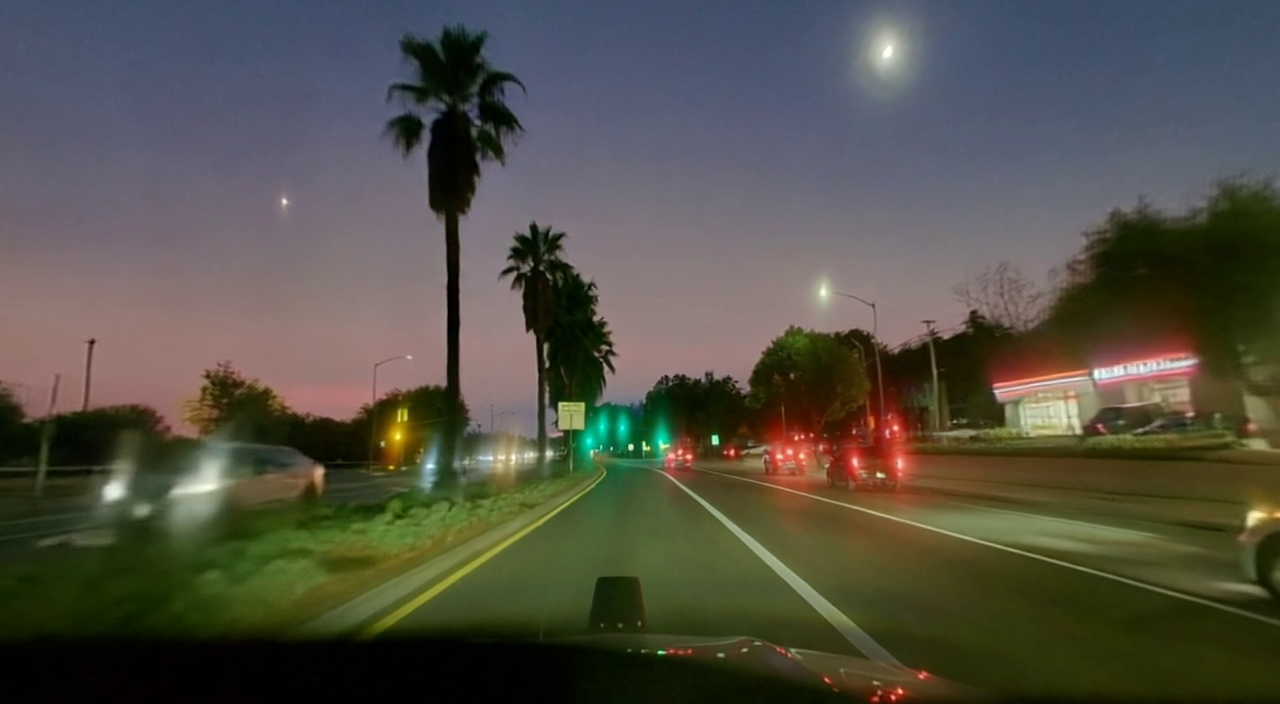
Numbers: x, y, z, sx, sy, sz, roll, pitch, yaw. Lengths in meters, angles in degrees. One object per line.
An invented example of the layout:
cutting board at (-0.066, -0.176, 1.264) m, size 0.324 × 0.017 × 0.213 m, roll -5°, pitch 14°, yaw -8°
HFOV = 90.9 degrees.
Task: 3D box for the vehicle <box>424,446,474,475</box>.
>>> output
vehicle at (-13.532, 7.697, 44.998) m, size 2.210 × 1.889 × 4.934 m, roll 0°, pitch -8°, yaw -2°

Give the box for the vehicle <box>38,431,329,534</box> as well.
vehicle at (-9.128, 2.626, 13.453) m, size 2.361 × 1.733 × 5.099 m, roll 0°, pitch -8°, yaw 0°

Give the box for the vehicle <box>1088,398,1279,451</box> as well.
vehicle at (18.094, 2.437, 20.893) m, size 4.649 × 1.662 × 2.349 m, roll 0°, pitch -8°, yaw 0°

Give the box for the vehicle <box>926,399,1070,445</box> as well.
vehicle at (17.995, 3.567, 31.939) m, size 5.817 × 1.906 × 2.230 m, roll -1°, pitch -12°, yaw -1°
